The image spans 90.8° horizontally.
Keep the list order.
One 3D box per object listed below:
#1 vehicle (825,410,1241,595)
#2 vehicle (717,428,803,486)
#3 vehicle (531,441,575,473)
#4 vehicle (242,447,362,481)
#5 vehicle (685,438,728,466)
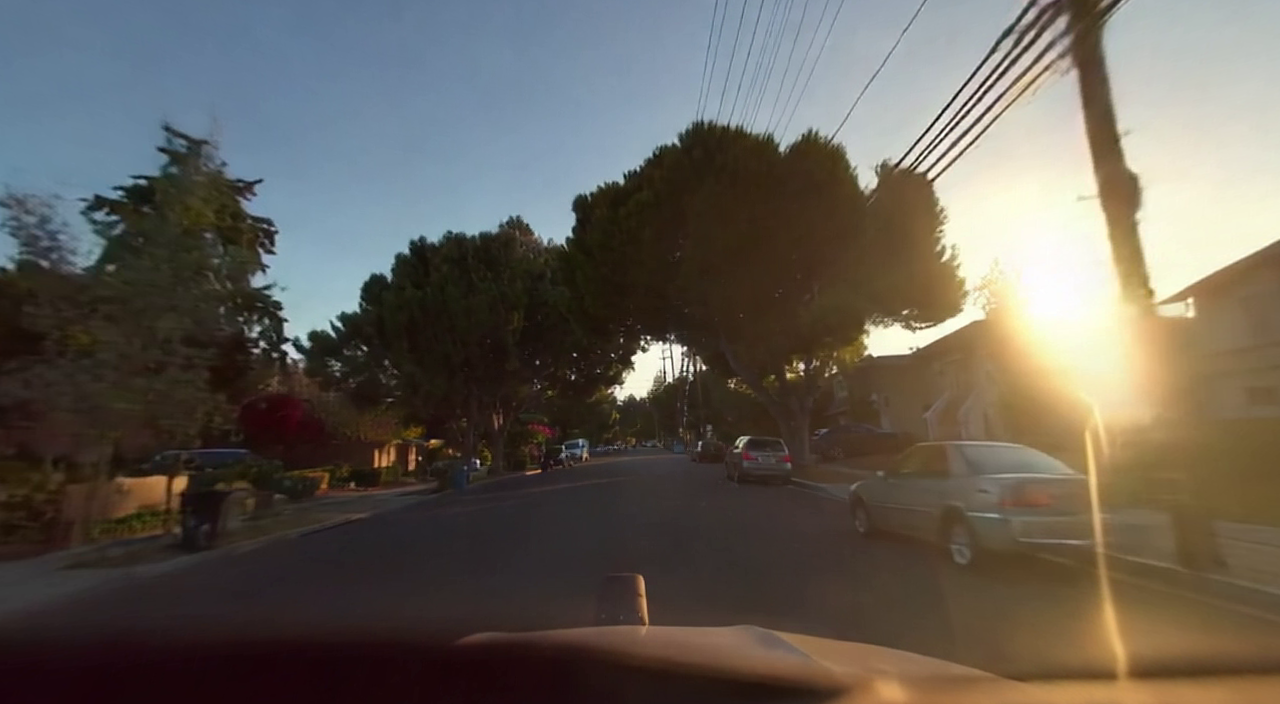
[{"bbox_3d":[4.002,1.616,7.701,2.016,1.544,4.645,0,-9,-1],"label":"vehicle"},{"bbox_3d":[3.972,3.585,21.805,2.105,1.755,4.749,0,-9,1],"label":"vehicle"},{"bbox_3d":[-5.790,6.986,42.428,2.213,1.786,4.674,-6,-8,-1],"label":"vehicle"},{"bbox_3d":[-19.615,6.511,36.859,5.746,1.830,2.162,0,-8,-2],"label":"vehicle"},{"bbox_3d":[4.006,6.133,38.849,2.040,1.640,4.153,0,-9,-3],"label":"vehicle"}]
